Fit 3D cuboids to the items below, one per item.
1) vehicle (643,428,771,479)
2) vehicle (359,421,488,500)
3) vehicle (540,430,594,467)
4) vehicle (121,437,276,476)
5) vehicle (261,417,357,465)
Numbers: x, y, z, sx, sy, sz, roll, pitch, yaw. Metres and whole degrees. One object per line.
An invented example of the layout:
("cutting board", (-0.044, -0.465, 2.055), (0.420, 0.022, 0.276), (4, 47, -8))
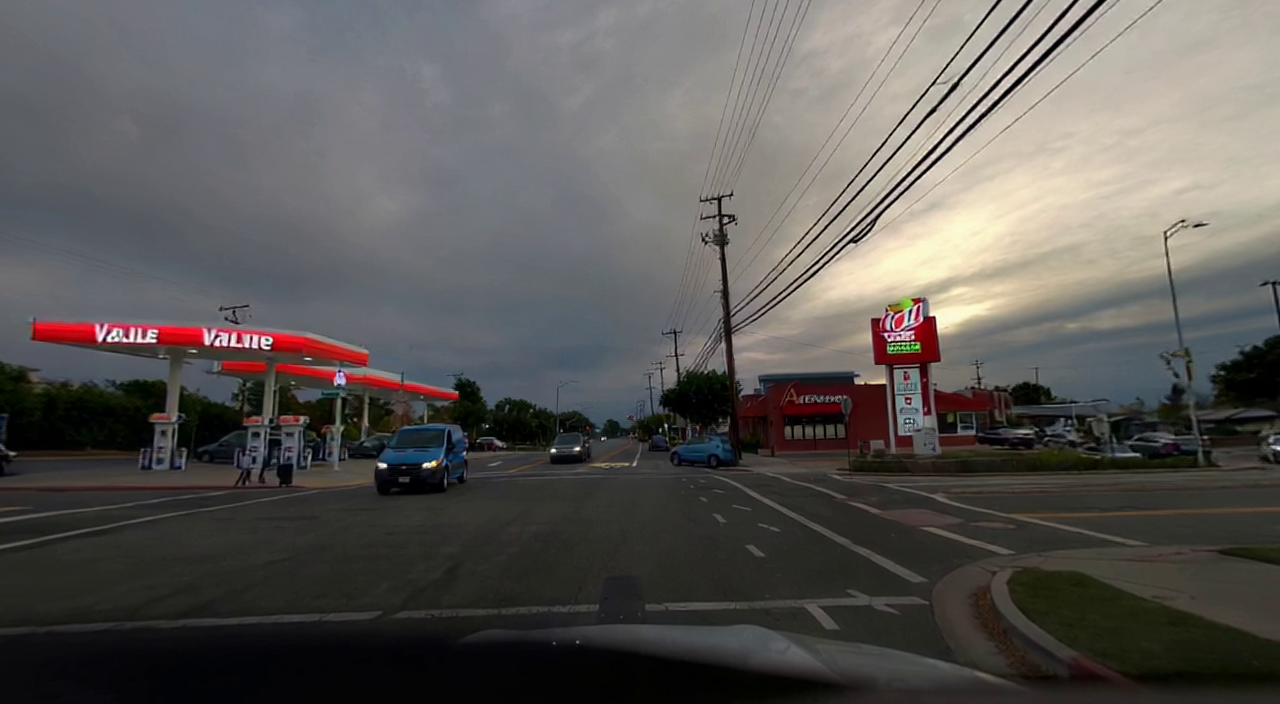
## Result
("vehicle", (2.395, 3.707, 23.252), (4.271, 1.663, 2.000), (-7, -11, 41))
("vehicle", (-5.933, 3.041, 18.096), (2.222, 1.931, 4.882), (0, -9, -3))
("vehicle", (-3.923, 5.292, 34.662), (2.274, 1.844, 4.843), (0, -9, 1))
("vehicle", (-17.894, 4.216, 25.713), (5.116, 1.487, 1.928), (-1, -9, 8))
("vehicle", (-17.166, 4.675, 33.089), (2.499, 2.309, 4.613), (0, -9, -1))
